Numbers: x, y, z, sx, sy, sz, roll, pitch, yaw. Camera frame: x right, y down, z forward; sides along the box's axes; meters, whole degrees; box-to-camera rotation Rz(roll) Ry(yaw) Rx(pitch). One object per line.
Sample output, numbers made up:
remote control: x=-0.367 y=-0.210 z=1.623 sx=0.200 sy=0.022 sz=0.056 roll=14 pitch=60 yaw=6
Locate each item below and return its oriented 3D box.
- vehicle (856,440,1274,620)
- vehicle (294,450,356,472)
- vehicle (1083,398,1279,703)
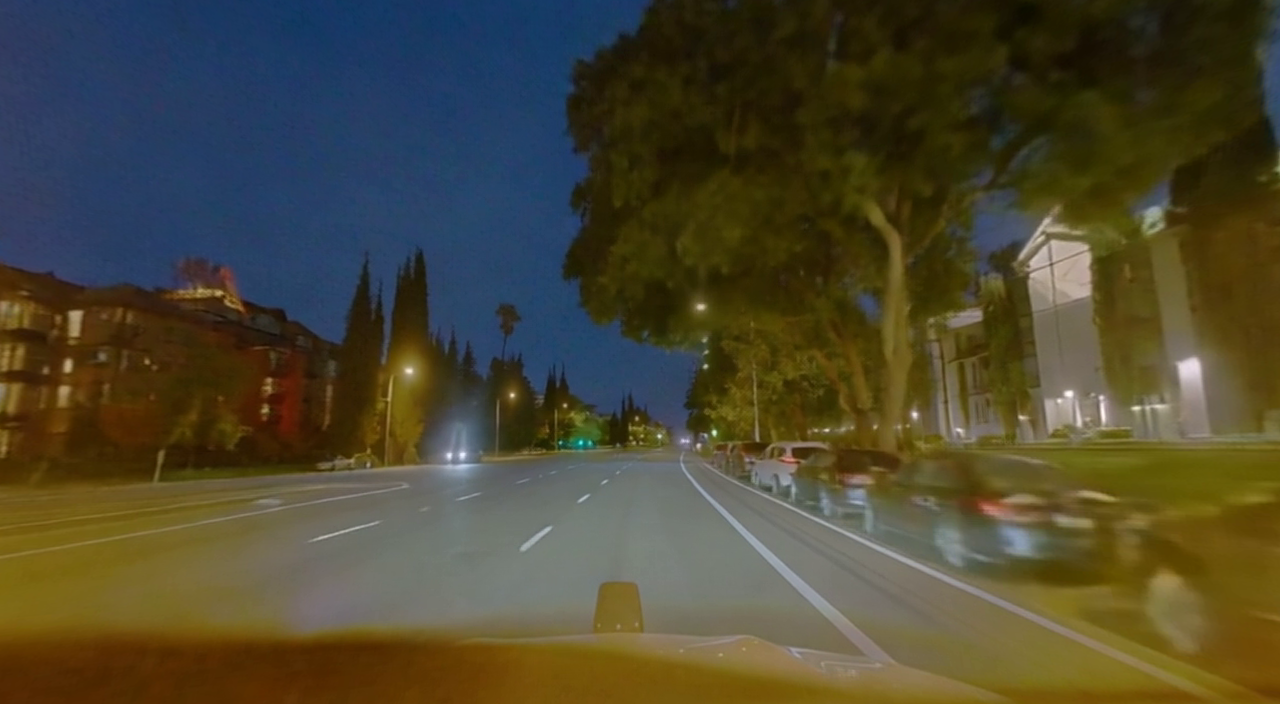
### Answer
vehicle: x=4.060 y=1.714 z=7.132 sx=1.779 sy=1.384 sz=4.283 roll=0 pitch=-9 yaw=1
vehicle: x=-22.428 y=7.768 z=45.211 sx=1.931 sy=1.500 sz=4.688 roll=-1 pitch=-9 yaw=2
vehicle: x=4.043 y=0.860 z=2.218 sx=1.825 sy=1.525 sz=4.417 roll=0 pitch=-9 yaw=1
